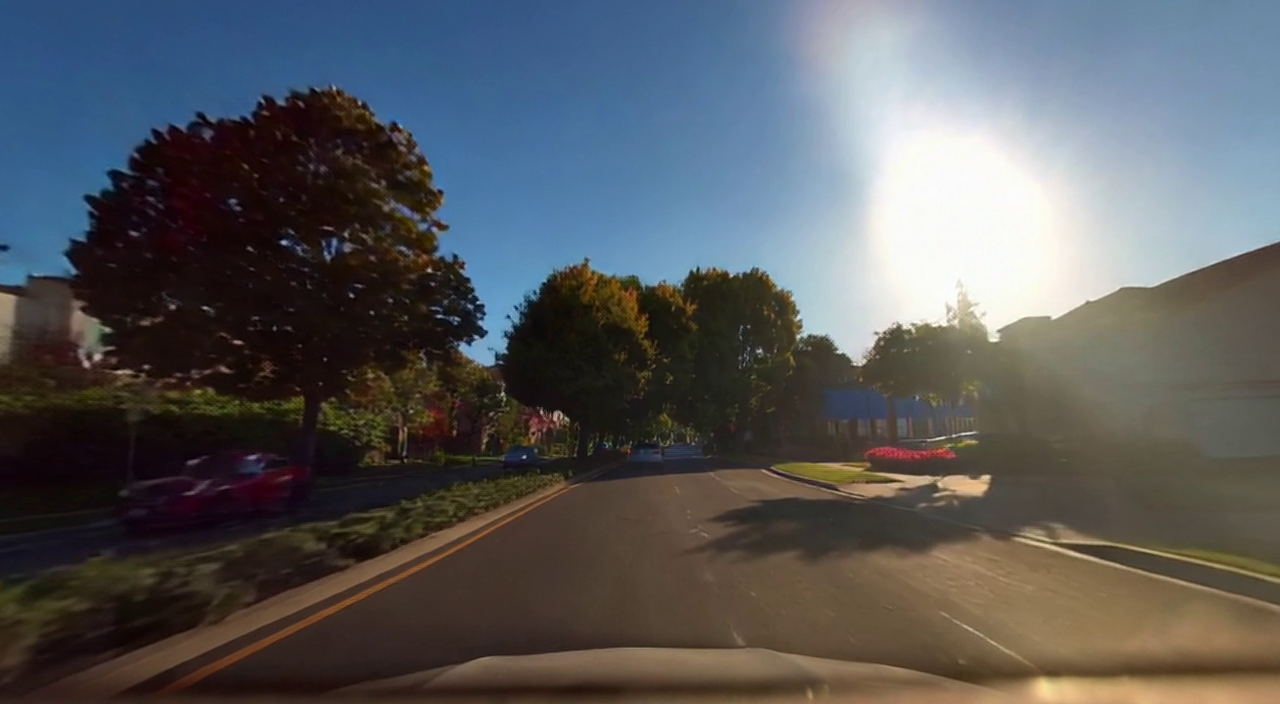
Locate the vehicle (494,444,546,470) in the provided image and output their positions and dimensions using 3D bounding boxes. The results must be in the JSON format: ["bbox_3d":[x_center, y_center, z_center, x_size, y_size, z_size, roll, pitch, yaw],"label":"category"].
[{"bbox_3d":[-7.223,6.349,38.275,2.040,1.465,4.448,0,-8,3],"label":"vehicle"}]

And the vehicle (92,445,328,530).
[{"bbox_3d":[-9.020,2.819,13.822,1.935,1.522,4.348,0,-8,3],"label":"vehicle"}]

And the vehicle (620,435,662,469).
[{"bbox_3d":[0.132,5.398,34.111,2.129,1.713,4.314,0,-8,2],"label":"vehicle"}]
